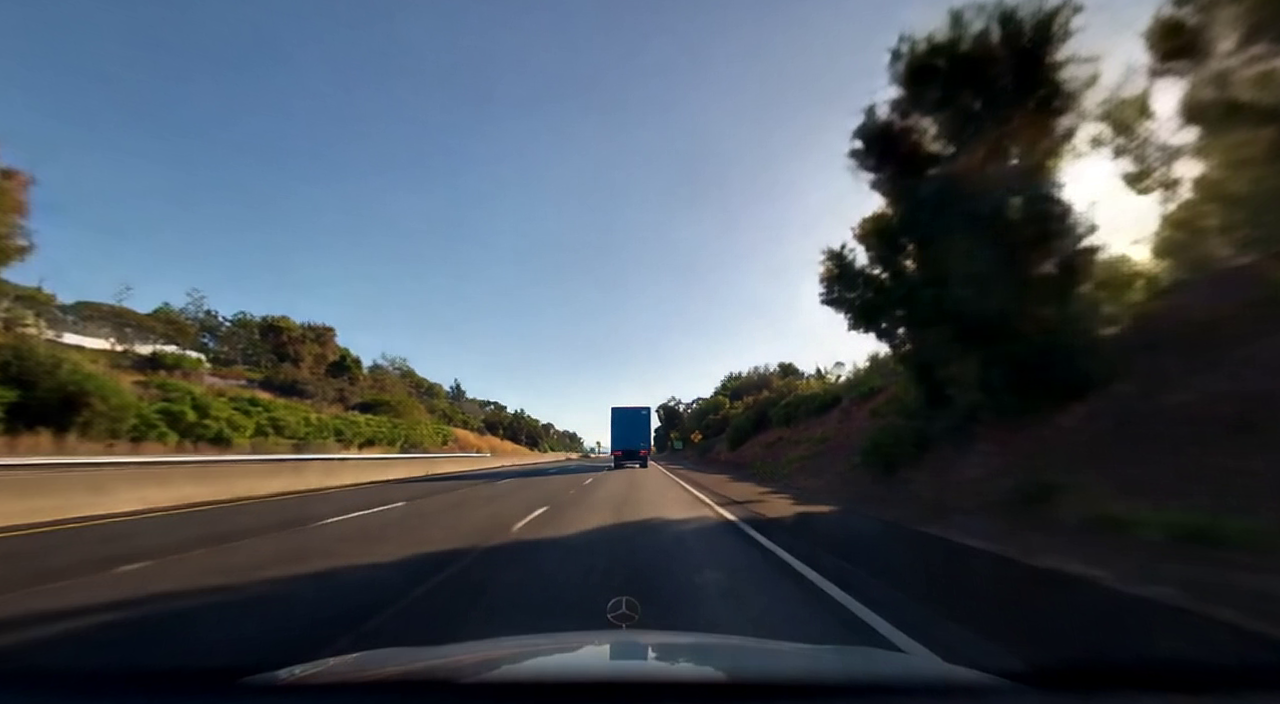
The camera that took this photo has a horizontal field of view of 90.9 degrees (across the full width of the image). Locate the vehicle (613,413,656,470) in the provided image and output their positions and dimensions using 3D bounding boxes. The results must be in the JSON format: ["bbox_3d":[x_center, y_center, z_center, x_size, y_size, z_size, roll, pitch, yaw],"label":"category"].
[{"bbox_3d":[-0.498,7.073,49.308,2.982,3.947,11.075,0,-9,-1],"label":"vehicle"}]
